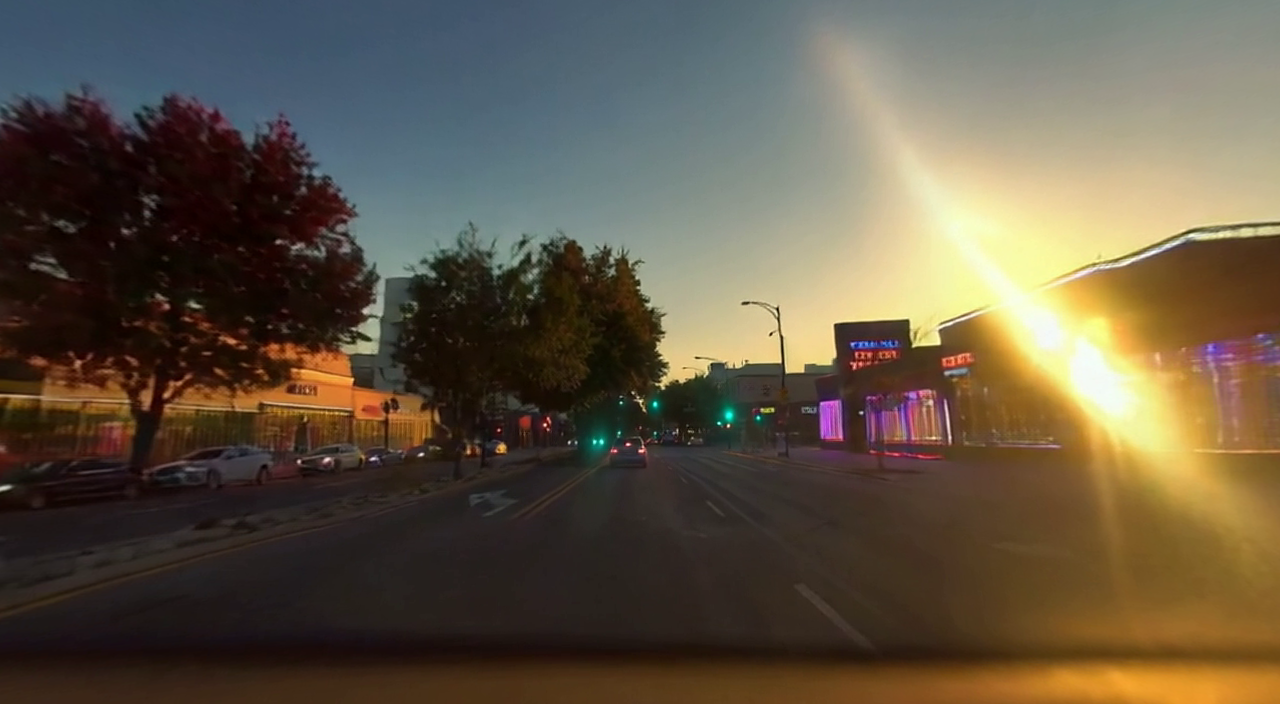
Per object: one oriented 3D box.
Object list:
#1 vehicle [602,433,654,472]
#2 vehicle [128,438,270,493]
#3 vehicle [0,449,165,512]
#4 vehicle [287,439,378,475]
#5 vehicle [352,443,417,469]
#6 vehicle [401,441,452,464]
[{"bbox_3d":[-0.468,4.226,26.629,2.045,1.510,3.690,0,-9,0],"label":"vehicle"},{"bbox_3d":[-15.679,4.059,22.799,1.981,1.755,4.113,-1,-9,3],"label":"vehicle"},{"bbox_3d":[-15.560,3.369,17.096,1.980,1.427,4.449,0,-9,-1],"label":"vehicle"},{"bbox_3d":[-15.722,5.389,32.631,2.130,1.692,4.734,-1,-9,2],"label":"vehicle"},{"bbox_3d":[-15.787,6.442,39.350,1.931,1.455,5.023,0,-9,0],"label":"vehicle"},{"bbox_3d":[-15.792,7.438,46.961,2.131,1.560,4.563,0,-9,0],"label":"vehicle"}]
